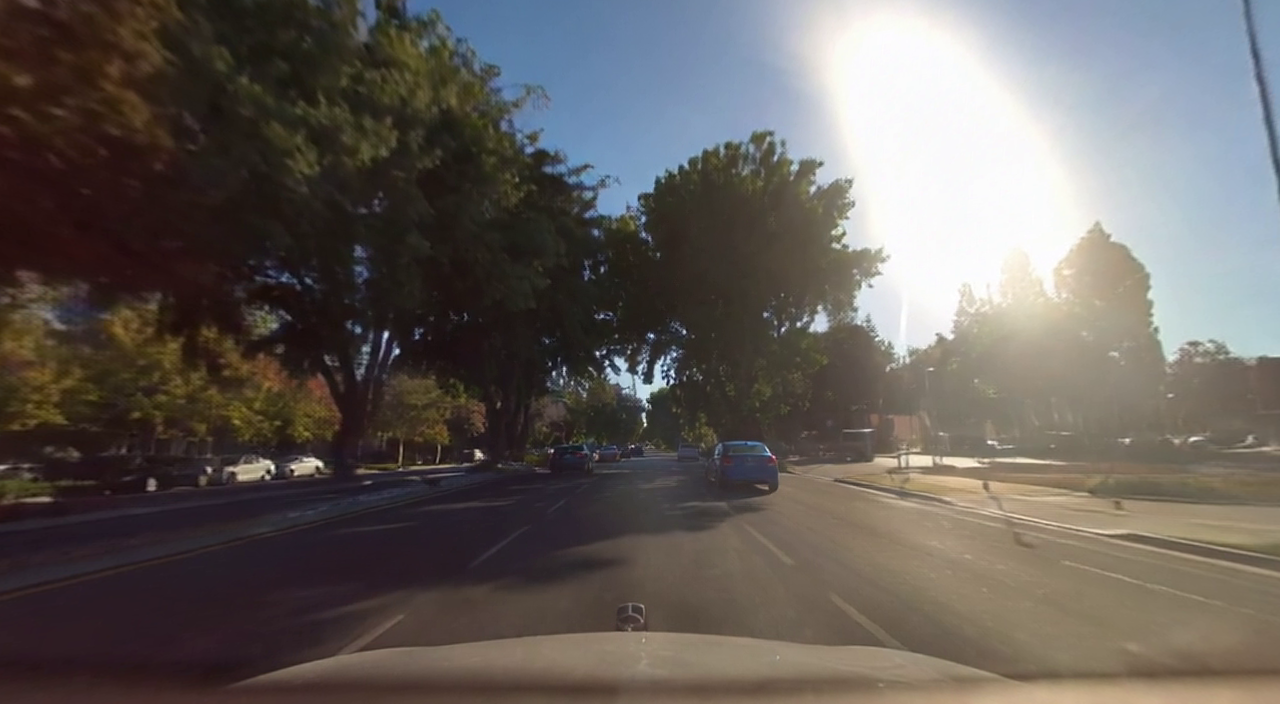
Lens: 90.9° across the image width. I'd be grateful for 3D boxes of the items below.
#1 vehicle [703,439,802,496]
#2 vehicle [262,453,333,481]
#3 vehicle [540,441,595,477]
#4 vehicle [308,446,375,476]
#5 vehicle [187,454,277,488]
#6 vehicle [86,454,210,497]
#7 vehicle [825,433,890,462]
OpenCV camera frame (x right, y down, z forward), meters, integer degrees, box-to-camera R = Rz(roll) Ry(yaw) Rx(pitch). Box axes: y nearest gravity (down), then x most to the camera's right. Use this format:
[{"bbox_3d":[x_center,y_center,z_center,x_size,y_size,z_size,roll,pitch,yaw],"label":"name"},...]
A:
[{"bbox_3d":[3.166,3.358,18.769,2.083,1.474,4.360,0,-8,-1],"label":"vehicle"},{"bbox_3d":[-22.257,7.469,41.182,1.887,1.669,4.753,0,-8,1],"label":"vehicle"},{"bbox_3d":[-3.433,5.127,30.484,2.113,1.626,4.129,0,-8,1],"label":"vehicle"},{"bbox_3d":[-22.270,8.114,47.341,2.255,2.117,5.319,-1,-8,2],"label":"vehicle"},{"bbox_3d":[-22.379,6.517,34.806,1.794,1.664,4.582,0,-8,1],"label":"vehicle"},{"bbox_3d":[-22.515,5.637,29.138,1.918,1.698,4.581,-1,-8,1],"label":"vehicle"},{"bbox_3d":[16.832,7.401,49.109,2.160,2.093,5.795,1,-9,-10],"label":"vehicle"}]
